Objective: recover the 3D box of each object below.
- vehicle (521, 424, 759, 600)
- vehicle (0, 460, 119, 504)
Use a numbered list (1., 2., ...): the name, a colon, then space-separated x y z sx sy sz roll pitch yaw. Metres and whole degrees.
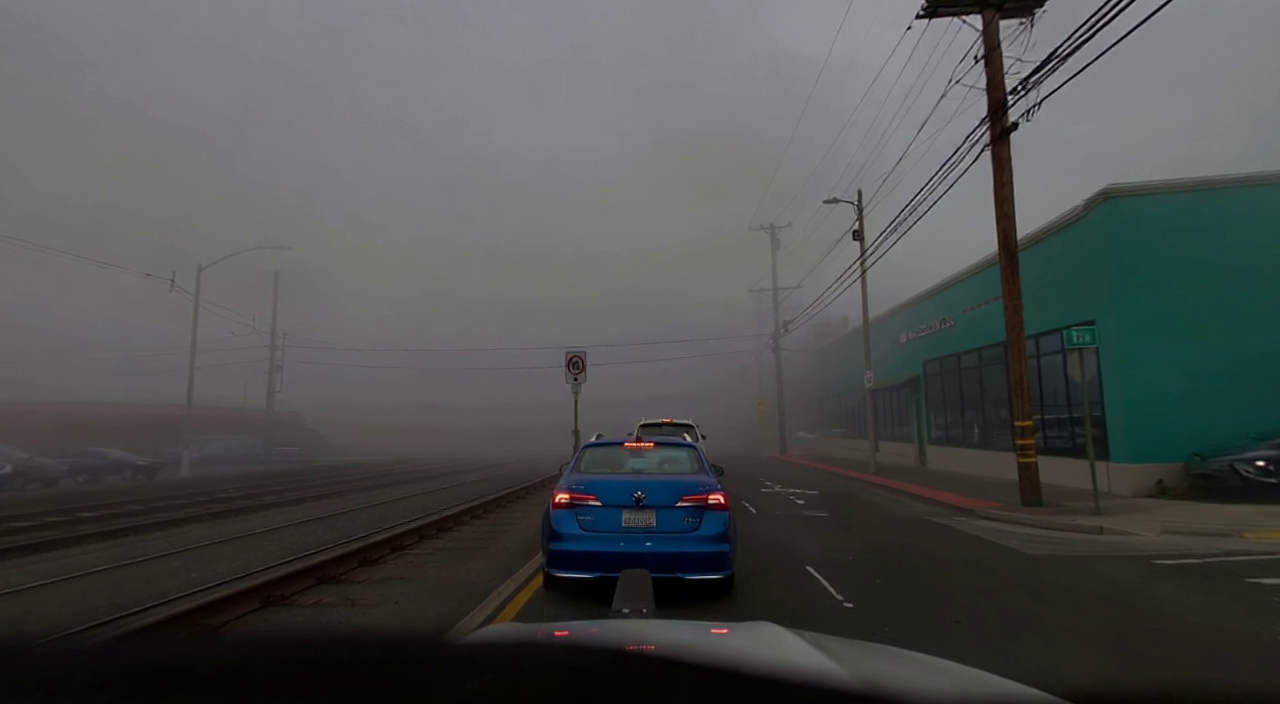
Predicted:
1. vehicle: 0.086 1.714 7.613 2.090 1.518 4.033 -1 -9 3
2. vehicle: -21.944 4.678 22.828 4.566 1.453 1.935 -1 -9 5
